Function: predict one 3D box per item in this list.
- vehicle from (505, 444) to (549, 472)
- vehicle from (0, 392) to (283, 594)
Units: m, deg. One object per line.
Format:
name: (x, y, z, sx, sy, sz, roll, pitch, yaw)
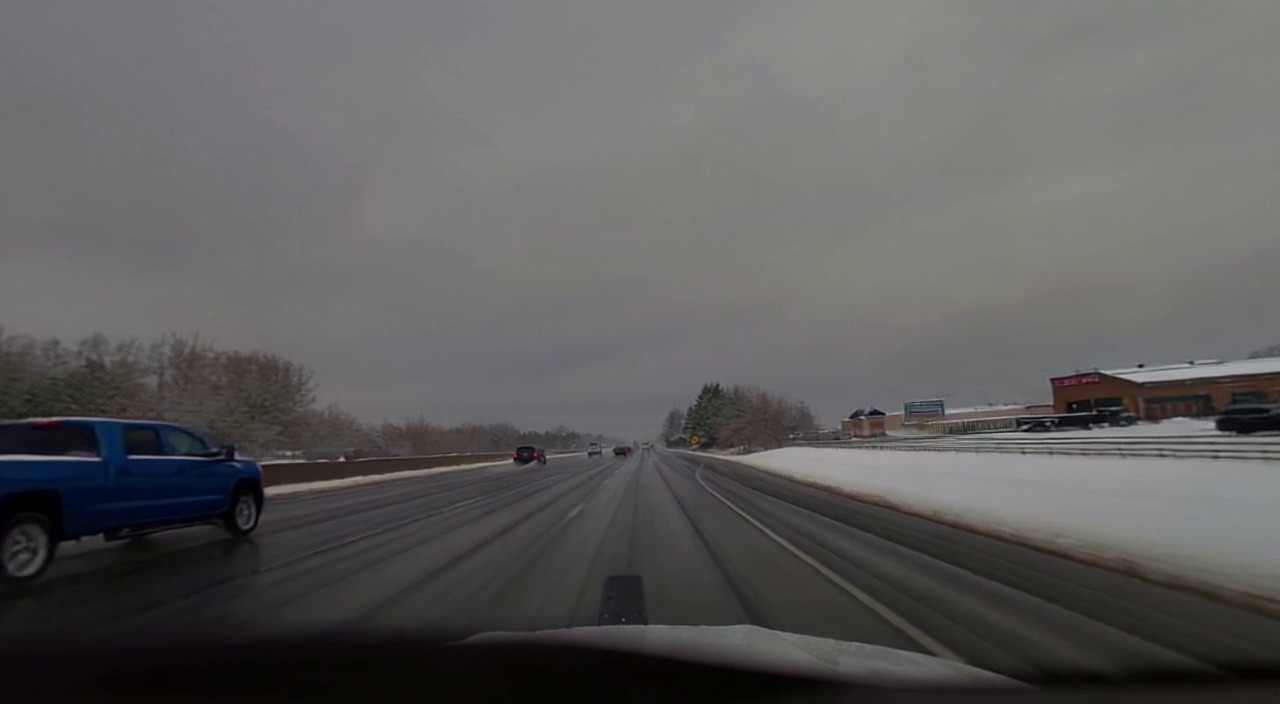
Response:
vehicle: (-7.274, 6.825, 40.994, 2.021, 1.699, 4.324, 0, -8, 1)
vehicle: (-7.203, 1.602, 7.726, 2.156, 1.911, 5.956, 0, -8, 0)
